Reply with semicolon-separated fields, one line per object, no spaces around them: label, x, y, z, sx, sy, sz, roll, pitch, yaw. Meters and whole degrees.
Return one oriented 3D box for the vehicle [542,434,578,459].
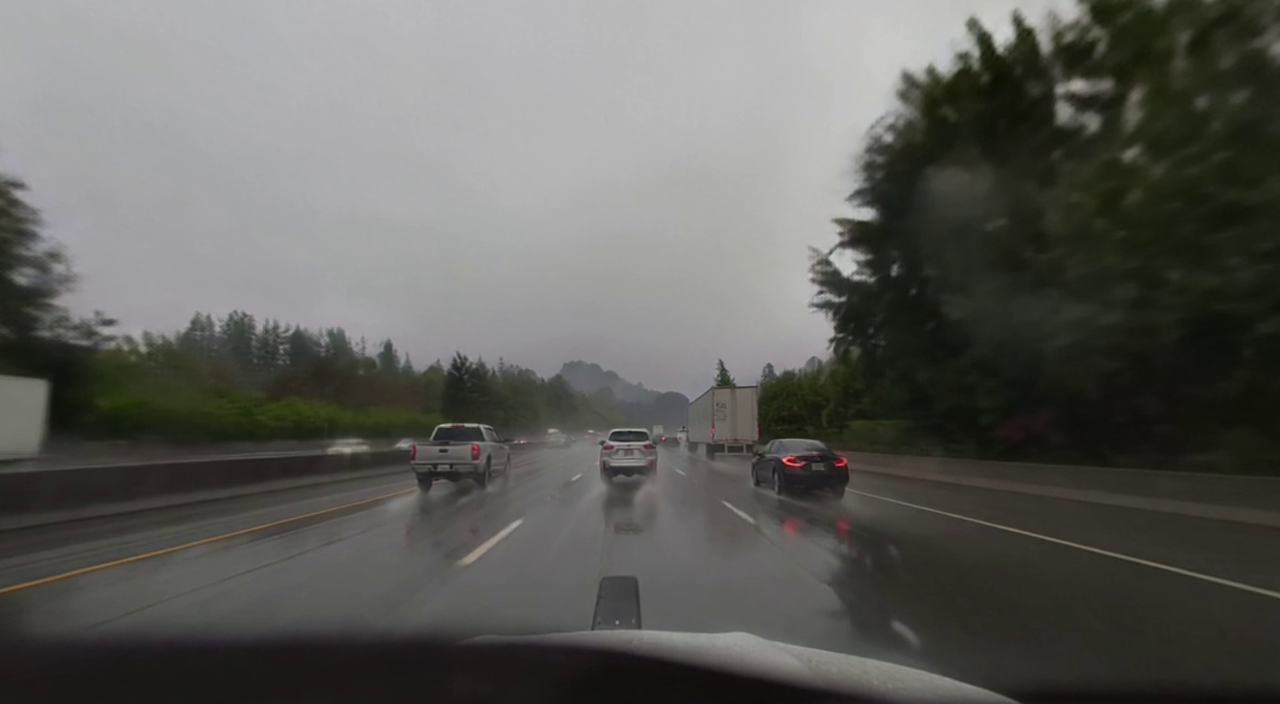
vehicle;-5.476;6.478;43.465;1.971;1.648;3.983;0;-8;-1

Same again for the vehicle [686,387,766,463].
vehicle;5.174;4.910;41.281;2.888;4.135;14.071;0;-8;-2

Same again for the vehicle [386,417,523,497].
vehicle;-4.546;2.649;16.347;2.101;1.767;4.702;0;-8;0

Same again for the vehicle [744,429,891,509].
vehicle;3.672;2.472;13.850;1.951;1.477;3.963;0;-8;-2

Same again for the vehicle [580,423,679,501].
vehicle;-0.249;2.584;15.245;2.083;1.647;3.799;0;-8;-1
